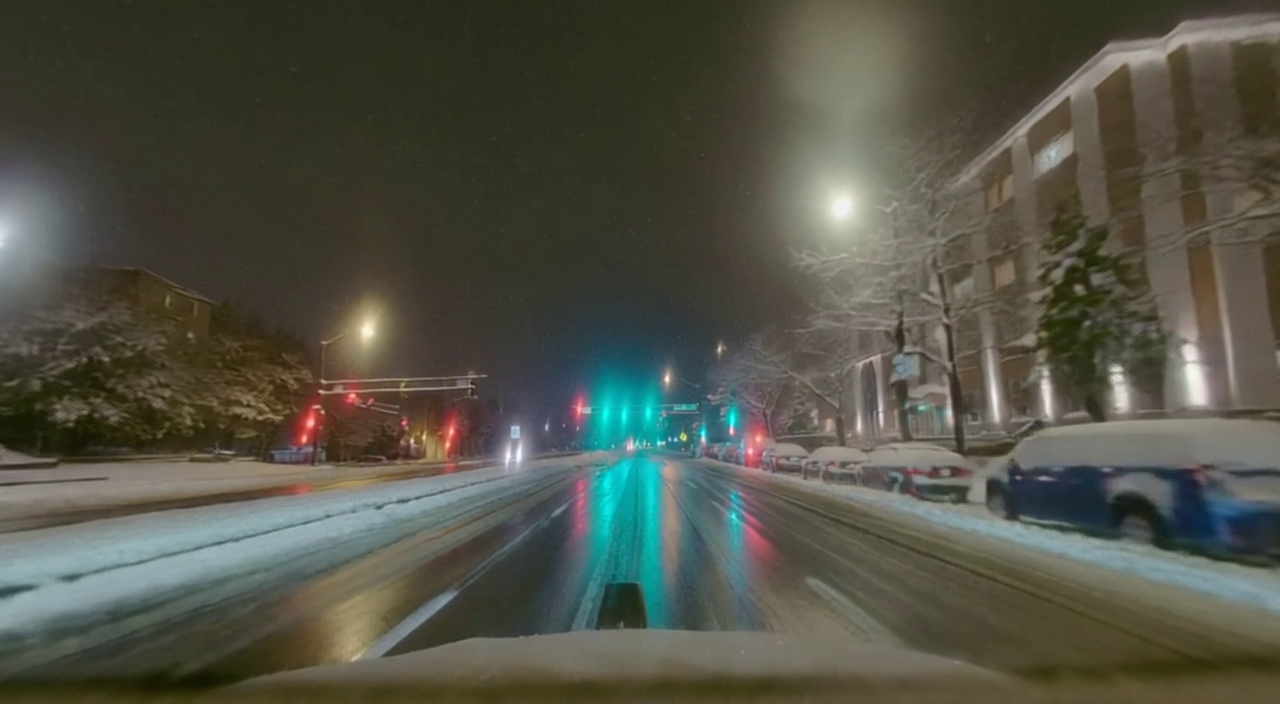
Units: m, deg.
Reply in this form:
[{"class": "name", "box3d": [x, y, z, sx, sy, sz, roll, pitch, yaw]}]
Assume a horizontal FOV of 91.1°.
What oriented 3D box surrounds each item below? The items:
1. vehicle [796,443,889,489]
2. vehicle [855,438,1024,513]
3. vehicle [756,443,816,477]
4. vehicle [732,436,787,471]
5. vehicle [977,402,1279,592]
[{"class": "vehicle", "box3d": [7.101, 4.019, 22.537, 1.864, 1.466, 4.352, 0, -9, 0]}, {"class": "vehicle", "box3d": [6.980, 2.900, 15.314, 1.884, 1.523, 4.746, 0, -9, 1]}, {"class": "vehicle", "box3d": [6.938, 5.182, 30.348, 1.863, 1.512, 4.525, 0, -9, 1]}, {"class": "vehicle", "box3d": [6.881, 5.922, 36.731, 2.169, 1.876, 4.931, 0, -9, 0]}, {"class": "vehicle", "box3d": [6.669, 1.673, 8.116, 1.977, 1.732, 4.555, 0, -9, -1]}]
